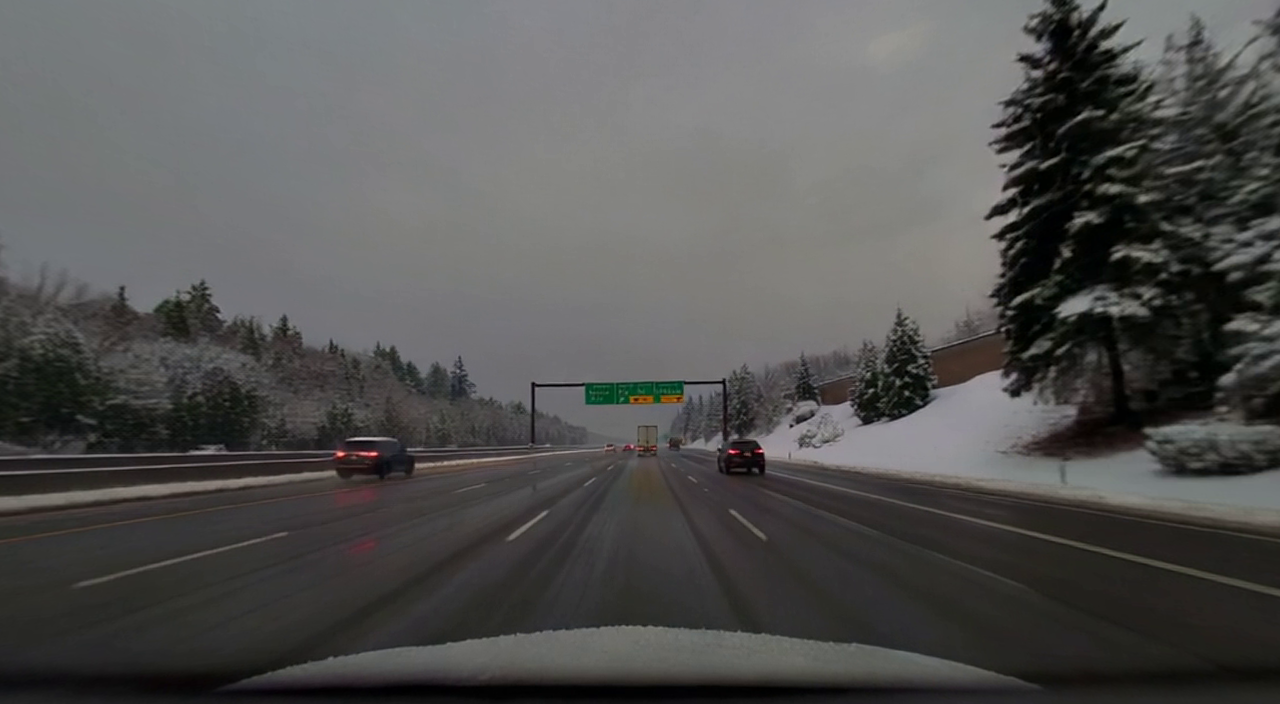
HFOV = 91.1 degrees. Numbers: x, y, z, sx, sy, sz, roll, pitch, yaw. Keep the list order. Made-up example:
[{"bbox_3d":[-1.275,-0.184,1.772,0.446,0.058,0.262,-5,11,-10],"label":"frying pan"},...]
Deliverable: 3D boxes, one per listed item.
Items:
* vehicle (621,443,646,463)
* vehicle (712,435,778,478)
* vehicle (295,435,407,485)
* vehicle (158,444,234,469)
[{"bbox_3d":[-0.544,7.994,49.828,1.946,1.493,4.083,0,-8,-1],"label":"vehicle"},{"bbox_3d":[4.327,4.374,26.501,2.046,1.655,4.143,0,-8,0],"label":"vehicle"},{"bbox_3d":[-10.828,4.076,24.014,1.998,1.712,4.671,0,-8,1],"label":"vehicle"},{"bbox_3d":[-28.755,6.749,40.783,2.077,1.562,3.838,0,-8,1],"label":"vehicle"}]
